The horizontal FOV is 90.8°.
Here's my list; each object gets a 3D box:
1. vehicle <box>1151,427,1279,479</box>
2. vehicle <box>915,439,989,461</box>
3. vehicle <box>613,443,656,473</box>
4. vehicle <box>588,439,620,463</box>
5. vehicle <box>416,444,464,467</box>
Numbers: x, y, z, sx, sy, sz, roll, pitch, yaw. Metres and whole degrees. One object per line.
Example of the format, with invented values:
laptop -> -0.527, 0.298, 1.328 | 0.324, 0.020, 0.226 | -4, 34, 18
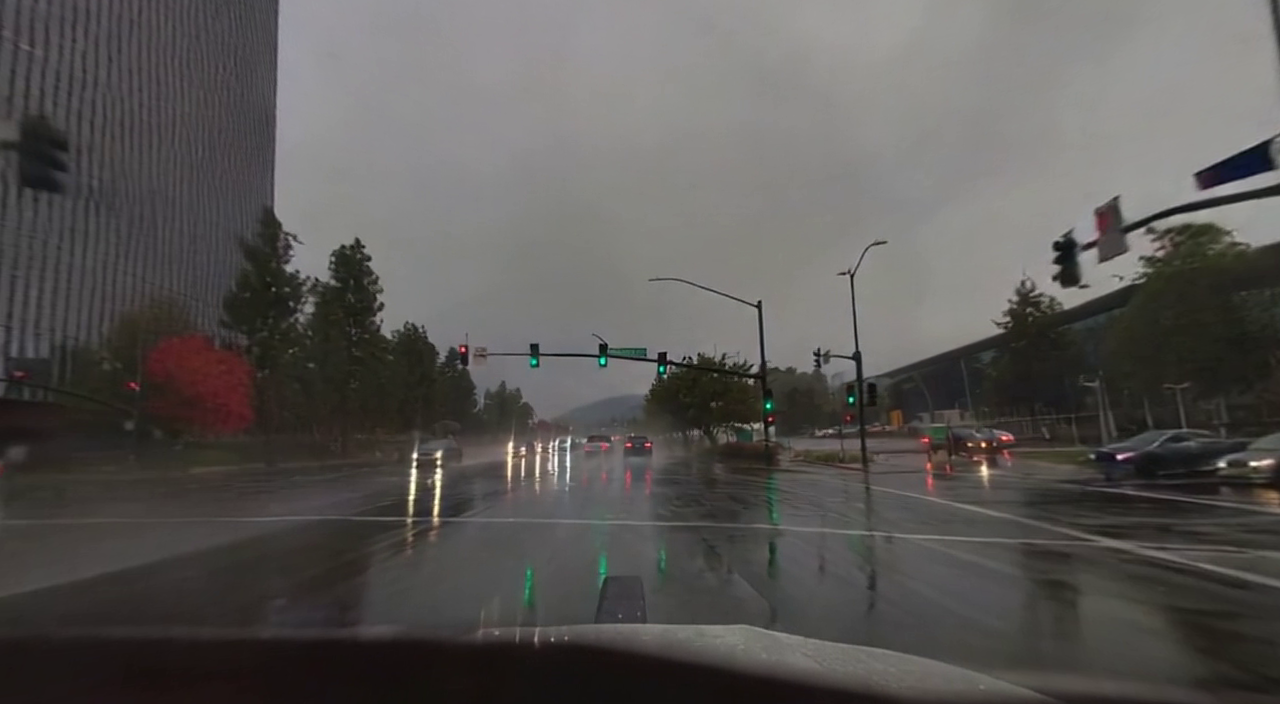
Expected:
vehicle -> 19.967, 3.275, 20.616 | 4.602, 1.594, 1.917 | -2, -8, 17
vehicle -> 23.170, 7.311, 47.130 | 4.605, 1.480, 1.878 | -4, -8, 16
vehicle -> -0.278, 5.333, 31.980 | 2.050, 1.385, 4.096 | 0, -8, -1
vehicle -> -2.718, 7.639, 48.913 | 2.001, 1.784, 4.483 | -1, -8, 3
vehicle -> -14.267, 7.407, 45.268 | 1.871, 1.542, 4.336 | 0, -8, 2
